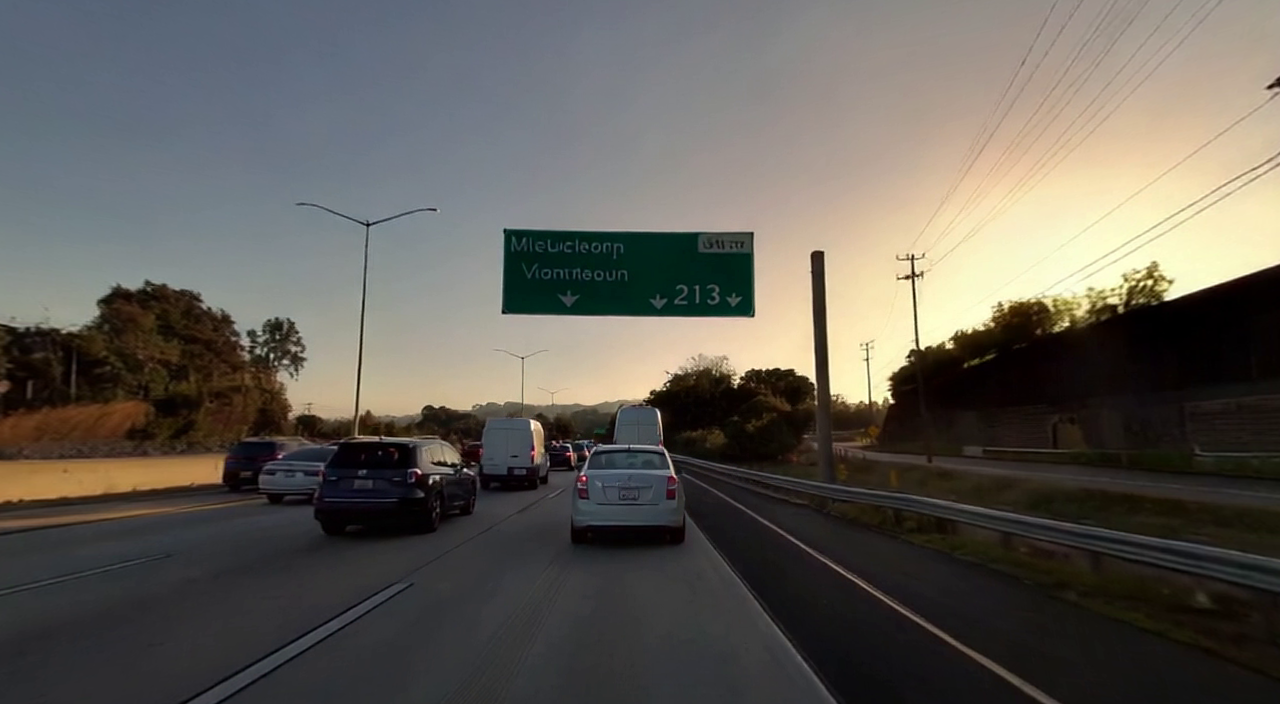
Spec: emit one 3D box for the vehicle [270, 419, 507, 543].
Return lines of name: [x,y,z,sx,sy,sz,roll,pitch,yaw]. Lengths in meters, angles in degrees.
vehicle: [-3.895,2.081,10.791,2.114,1.657,4.432,0,-8,2]

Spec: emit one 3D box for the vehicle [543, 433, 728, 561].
vehicle: [-0.050,1.926,9.109,2.054,1.421,4.090,0,-8,0]
